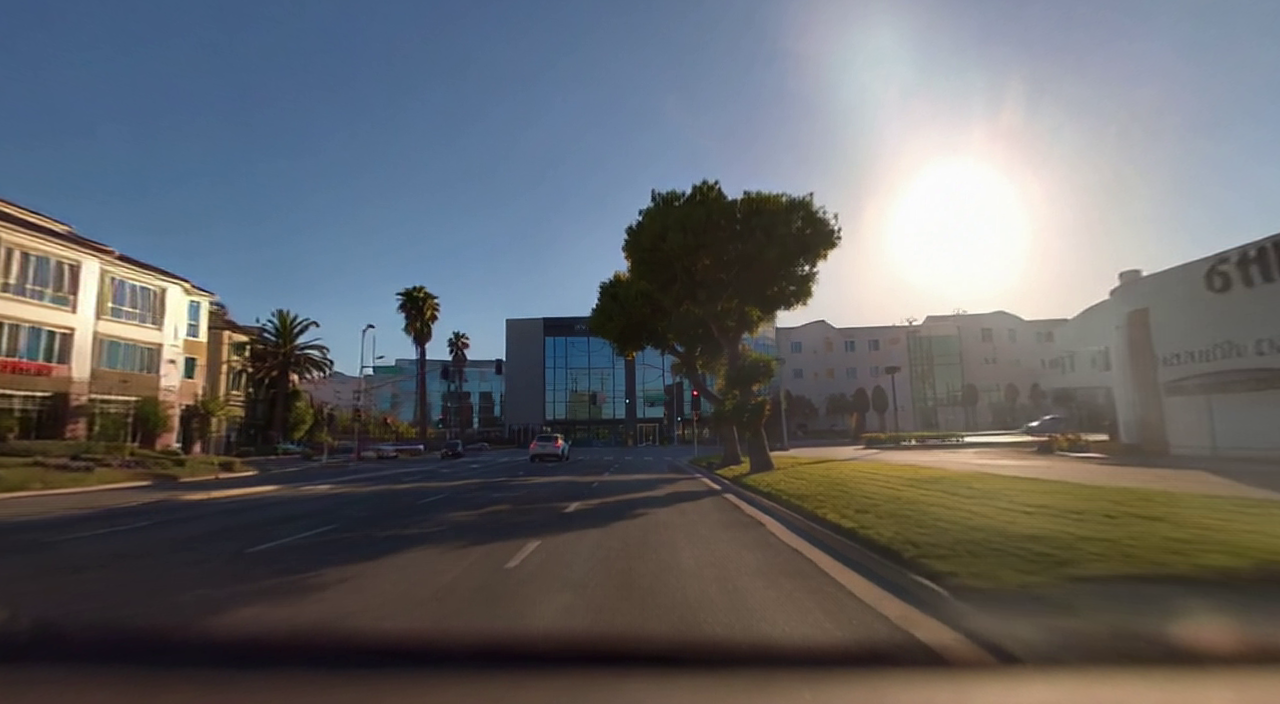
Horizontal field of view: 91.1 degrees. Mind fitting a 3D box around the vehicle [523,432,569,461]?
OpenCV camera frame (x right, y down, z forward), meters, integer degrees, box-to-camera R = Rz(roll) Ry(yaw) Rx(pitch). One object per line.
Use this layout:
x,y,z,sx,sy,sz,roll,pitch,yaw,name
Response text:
-6.006,6.061,40.539,2.121,1.731,4.707,0,-8,1,vehicle
